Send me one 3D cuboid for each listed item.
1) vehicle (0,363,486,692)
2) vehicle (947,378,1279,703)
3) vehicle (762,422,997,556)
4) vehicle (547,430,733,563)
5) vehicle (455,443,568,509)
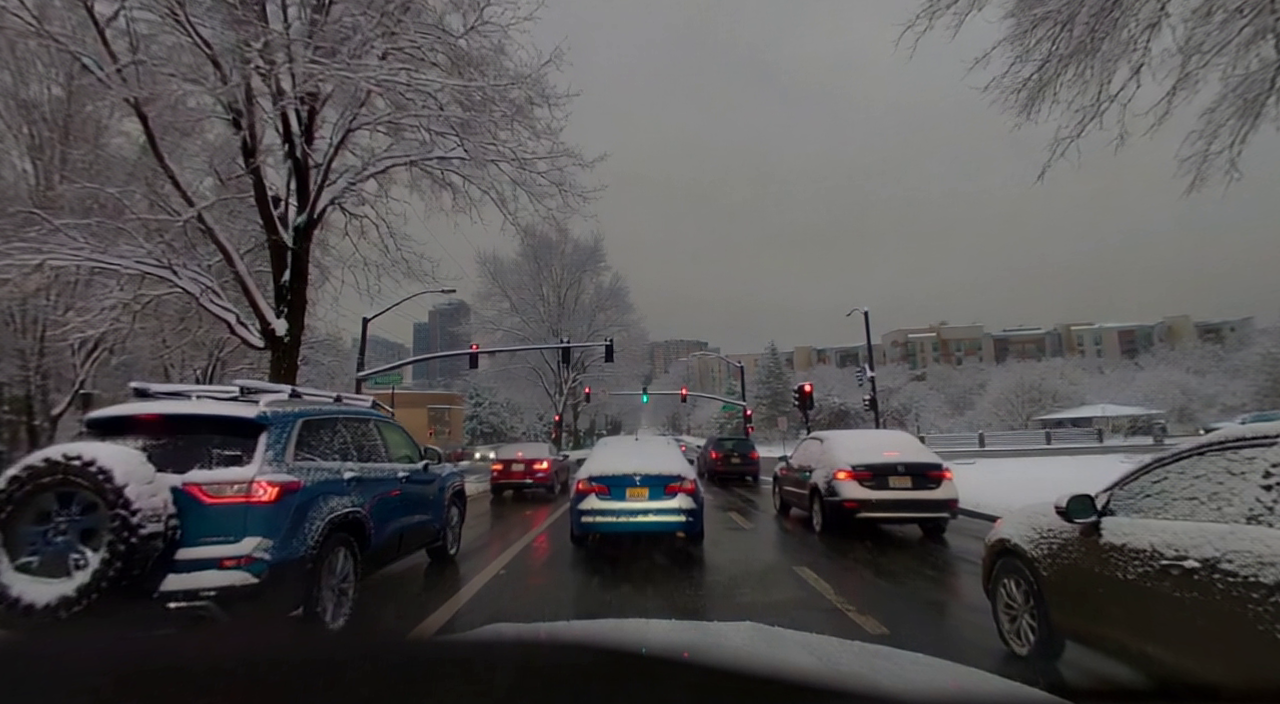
[{"bbox_3d":[-3.126,1.281,5.764,2.168,1.750,4.625,-1,-9,1],"label":"vehicle"},{"bbox_3d":[3.320,0.968,2.825,1.899,1.588,3.888,0,-9,0],"label":"vehicle"},{"bbox_3d":[3.420,2.046,10.121,2.040,1.647,4.379,0,-9,0],"label":"vehicle"},{"bbox_3d":[-0.018,1.968,9.317,2.147,1.507,3.953,0,-9,-1],"label":"vehicle"},{"bbox_3d":[-3.072,3.053,16.018,1.975,1.420,4.196,0,-9,1],"label":"vehicle"}]
